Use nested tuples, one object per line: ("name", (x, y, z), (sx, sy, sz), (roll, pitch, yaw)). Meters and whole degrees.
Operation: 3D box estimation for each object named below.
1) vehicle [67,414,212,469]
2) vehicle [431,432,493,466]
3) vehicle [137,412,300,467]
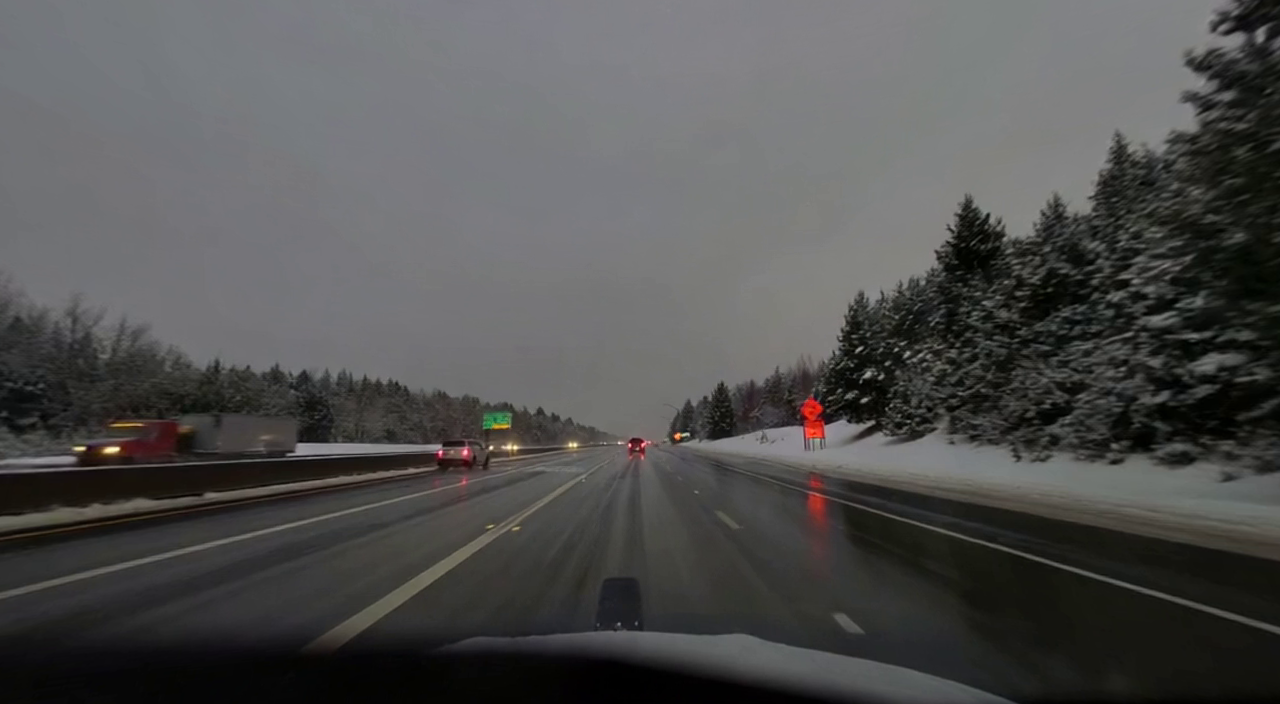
("vehicle", (-29.279, 5.334, 37.417), (2.959, 2.955, 6.625), (0, -9, 1))
("vehicle", (-10.861, 5.956, 39.016), (2.270, 1.936, 5.190), (0, -8, 1))
("vehicle", (-29.314, 6.311, 45.172), (2.739, 3.327, 12.941), (0, -8, 0))
